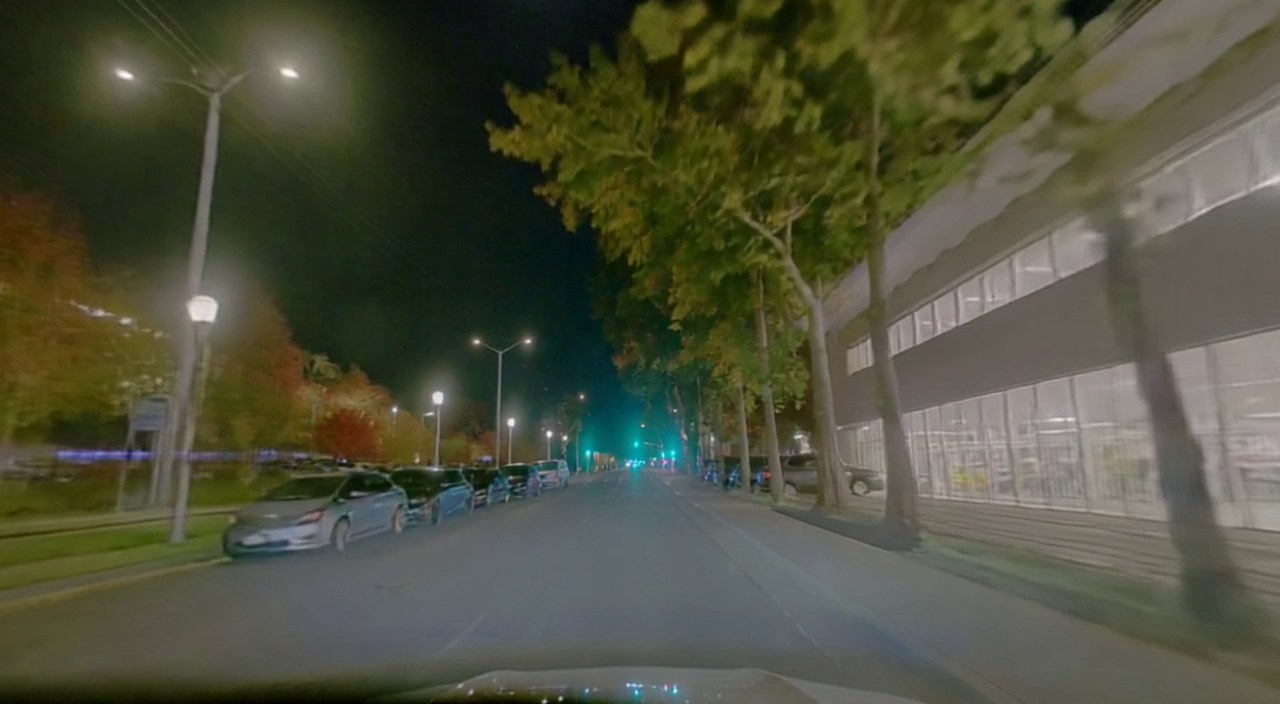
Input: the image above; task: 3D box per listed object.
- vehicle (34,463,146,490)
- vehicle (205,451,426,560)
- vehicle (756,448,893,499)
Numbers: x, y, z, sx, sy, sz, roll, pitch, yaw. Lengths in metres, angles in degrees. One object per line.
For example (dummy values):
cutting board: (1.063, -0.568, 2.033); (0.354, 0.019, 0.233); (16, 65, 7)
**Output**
vehicle: (-31.639, 7.175, 36.357); (4.471, 1.462, 1.974); (1, -11, -1)
vehicle: (-5.764, 2.786, 11.982); (1.832, 1.623, 4.424); (1, -11, 0)
vehicle: (6.415, 4.278, 22.249); (4.193, 1.665, 1.924); (1, -11, -2)
